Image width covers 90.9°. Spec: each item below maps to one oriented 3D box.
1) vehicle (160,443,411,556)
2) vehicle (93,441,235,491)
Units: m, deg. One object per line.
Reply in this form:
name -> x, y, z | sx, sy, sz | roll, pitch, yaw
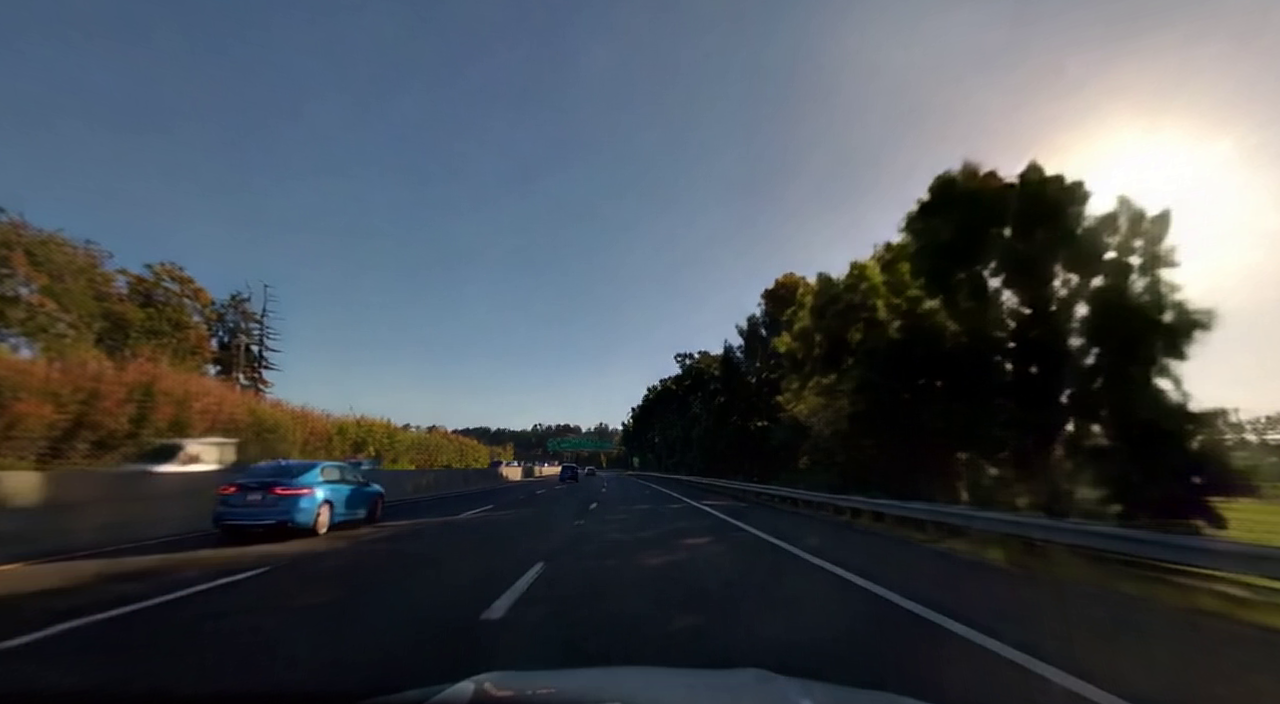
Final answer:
vehicle -> -6.308, 2.699, 12.036 | 2.194, 1.704, 4.421 | 1, -10, -1
vehicle -> -19.580, 4.766, 26.316 | 2.049, 1.828, 5.027 | 1, -10, -2
